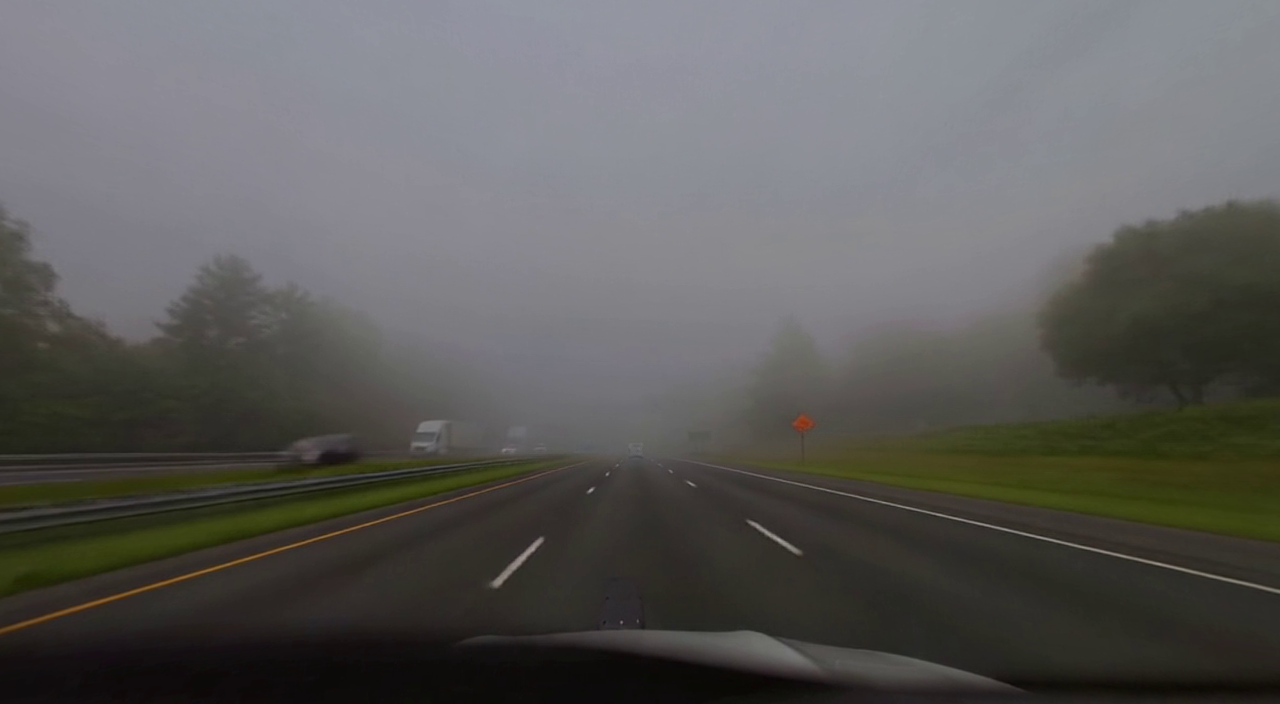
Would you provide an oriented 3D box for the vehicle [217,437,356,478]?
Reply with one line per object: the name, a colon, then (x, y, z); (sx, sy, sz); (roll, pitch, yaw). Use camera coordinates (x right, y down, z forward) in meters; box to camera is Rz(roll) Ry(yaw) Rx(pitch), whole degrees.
vehicle: (-11.800, 3.571, 21.509); (2.177, 1.229, 4.493); (0, -9, 0)
